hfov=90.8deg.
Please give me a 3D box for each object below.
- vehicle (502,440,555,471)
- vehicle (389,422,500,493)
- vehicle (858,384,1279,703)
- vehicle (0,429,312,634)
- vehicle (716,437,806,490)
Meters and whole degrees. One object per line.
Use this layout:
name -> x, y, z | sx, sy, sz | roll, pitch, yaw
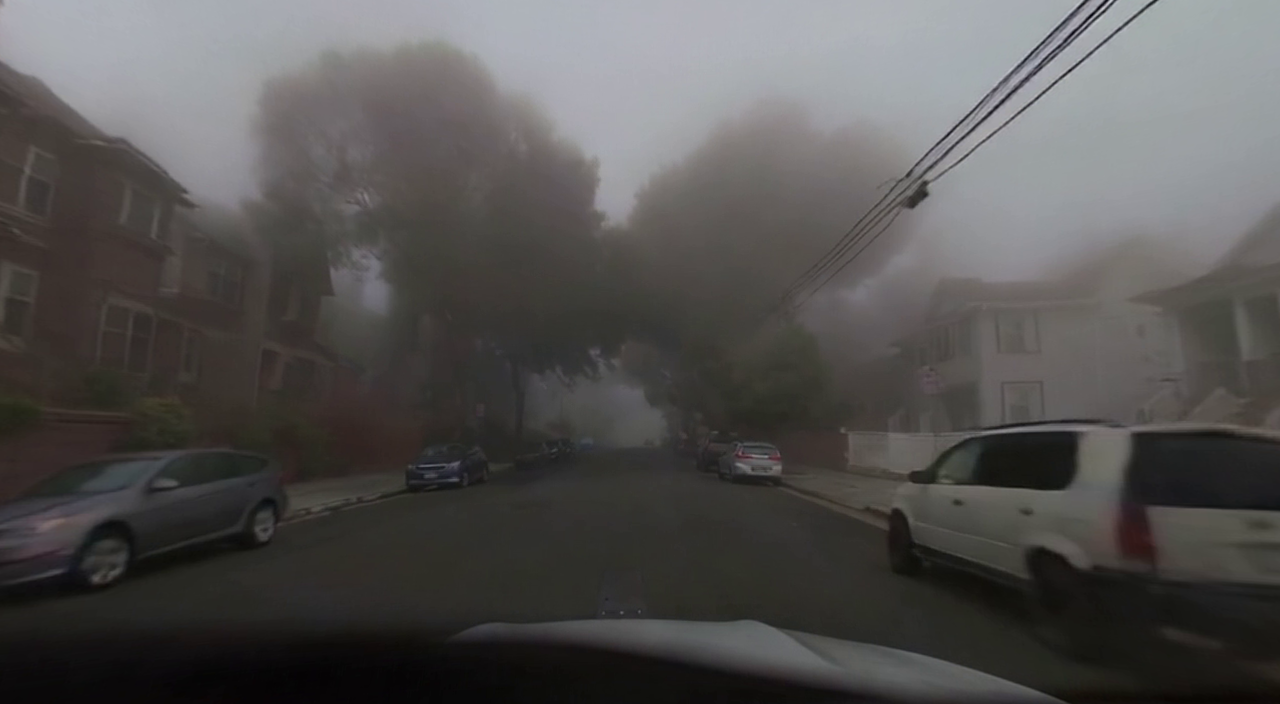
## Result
vehicle -> -5.771, 5.395, 33.241 | 1.998, 1.485, 4.476 | 0, -8, 0
vehicle -> -5.922, 3.287, 19.749 | 2.106, 1.760, 4.573 | -4, -9, -2
vehicle -> 3.517, 1.287, 5.098 | 1.950, 1.647, 4.425 | 0, -8, 0
vehicle -> -5.811, 1.729, 7.123 | 1.901, 1.475, 4.425 | -5, -6, 0
vehicle -> 3.723, 3.514, 20.267 | 1.968, 1.505, 4.368 | 0, -8, 0
